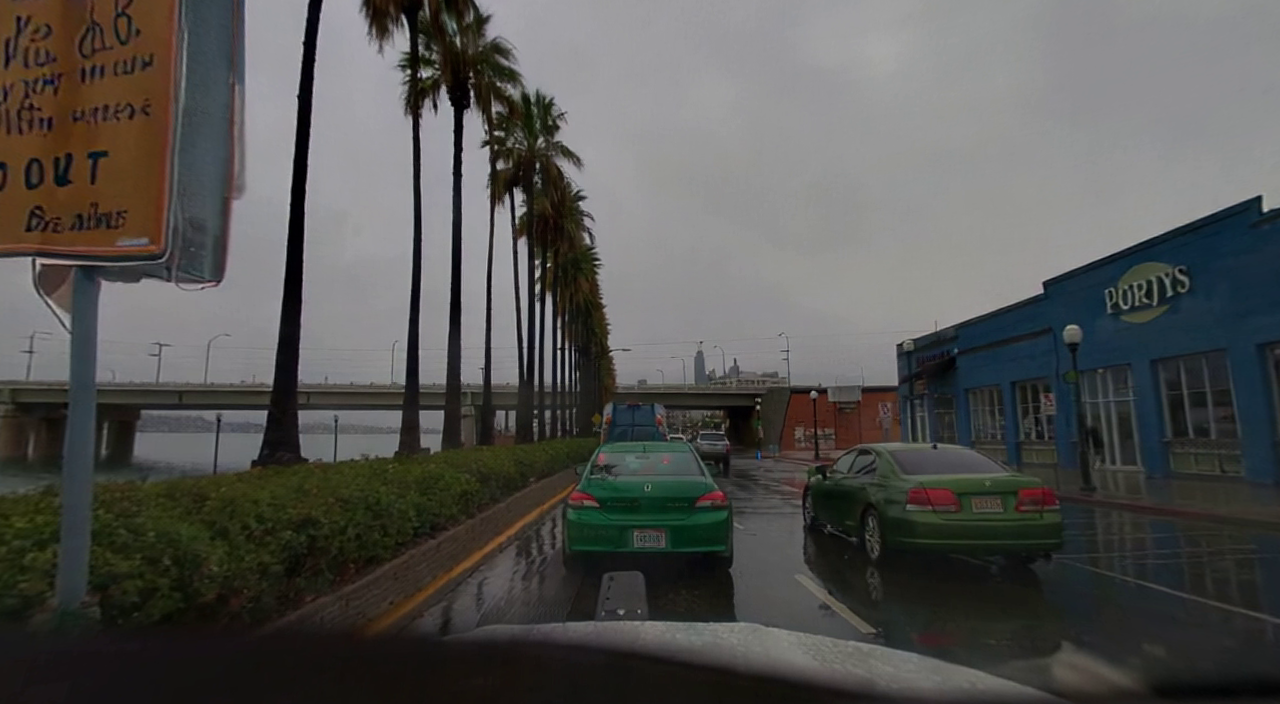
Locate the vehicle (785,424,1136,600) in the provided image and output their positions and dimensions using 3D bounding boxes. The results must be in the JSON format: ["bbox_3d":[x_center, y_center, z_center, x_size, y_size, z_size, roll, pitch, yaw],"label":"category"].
[{"bbox_3d":[3.275,1.714,7.712,1.920,1.490,4.417,0,-9,-1],"label":"vehicle"}]

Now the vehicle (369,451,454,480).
[{"bbox_3d":[-14.949,7.471,41.654,4.852,1.802,2.104,1,-8,-6],"label":"vehicle"}]

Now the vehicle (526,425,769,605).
[{"bbox_3d":[0.058,1.666,7.267,2.048,1.503,3.681,0,-9,0],"label":"vehicle"}]
